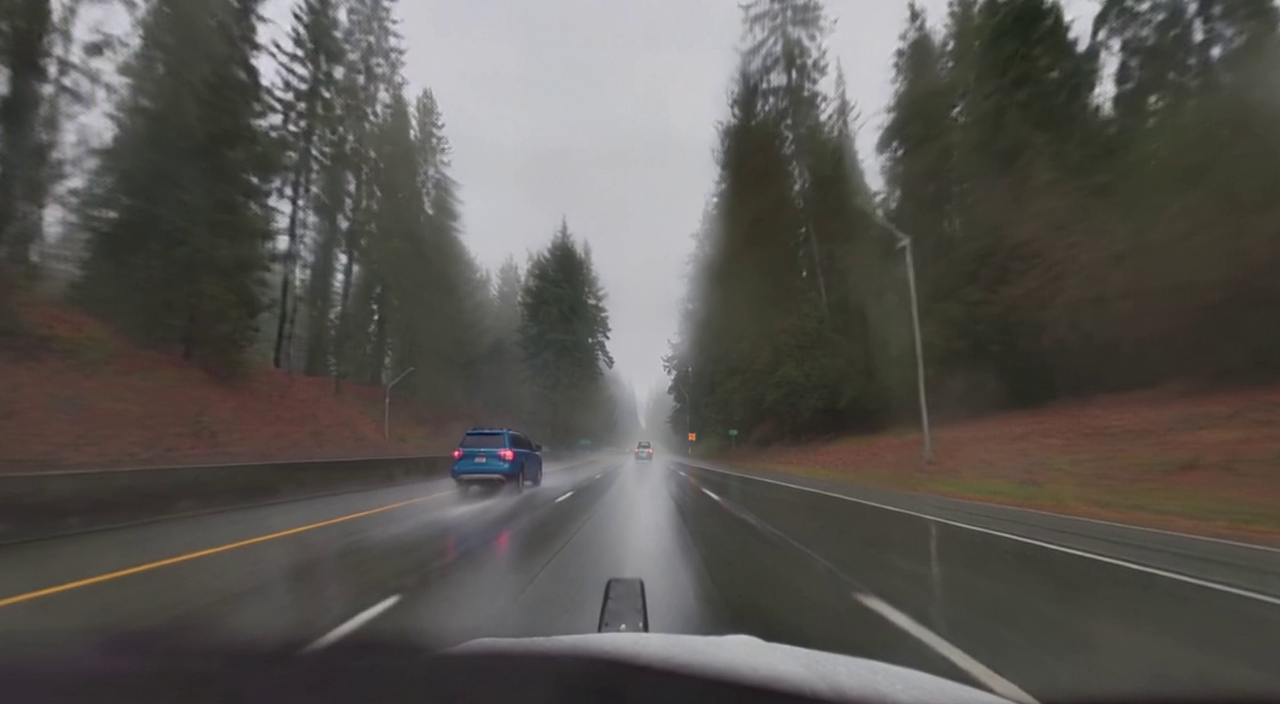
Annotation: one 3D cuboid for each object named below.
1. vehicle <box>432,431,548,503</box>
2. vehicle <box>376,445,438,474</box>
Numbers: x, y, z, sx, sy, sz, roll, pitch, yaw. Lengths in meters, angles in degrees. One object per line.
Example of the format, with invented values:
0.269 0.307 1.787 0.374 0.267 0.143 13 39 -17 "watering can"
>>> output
-4.019 3.174 17.823 2.084 1.752 4.479 0 -9 1 "vehicle"
-13.523 6.248 36.856 1.891 1.553 4.393 0 -9 1 "vehicle"
